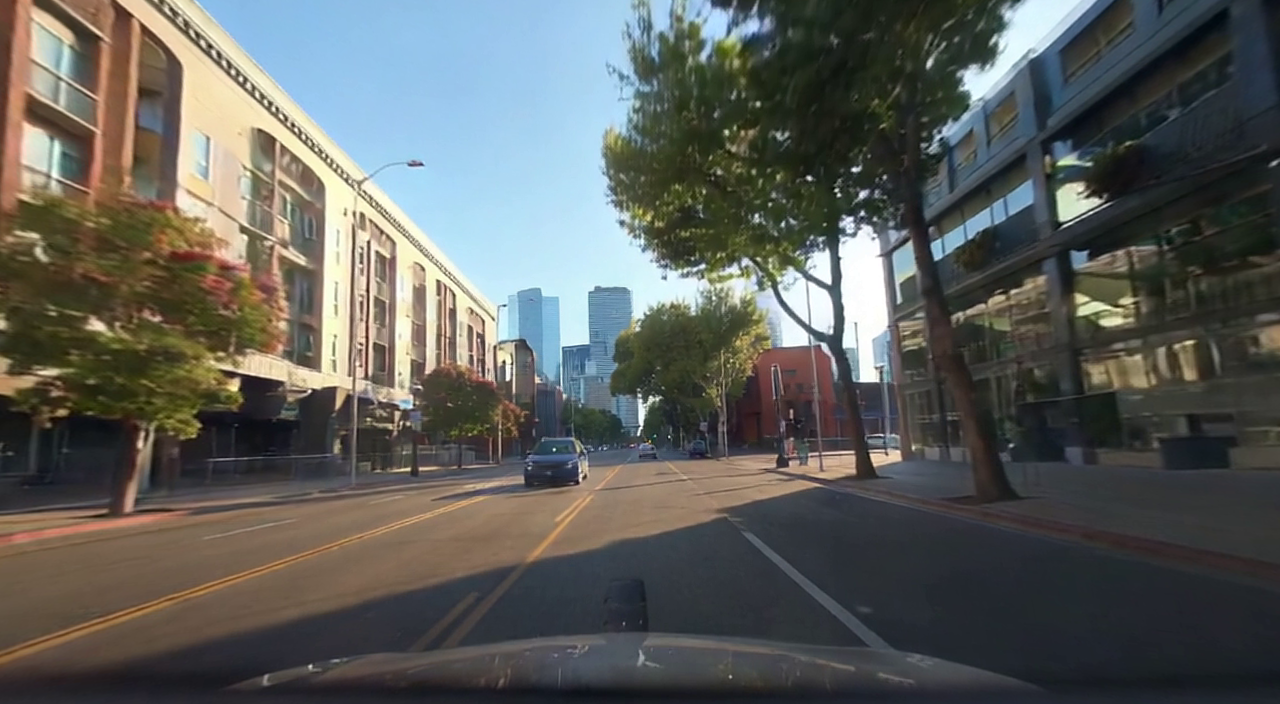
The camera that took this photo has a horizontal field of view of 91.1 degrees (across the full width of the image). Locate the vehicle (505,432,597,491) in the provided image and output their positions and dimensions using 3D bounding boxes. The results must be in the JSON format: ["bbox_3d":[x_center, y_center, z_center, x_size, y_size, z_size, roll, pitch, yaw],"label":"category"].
[{"bbox_3d":[-2.834,3.610,21.109,2.332,1.732,4.463,-1,-8,1],"label":"vehicle"}]
